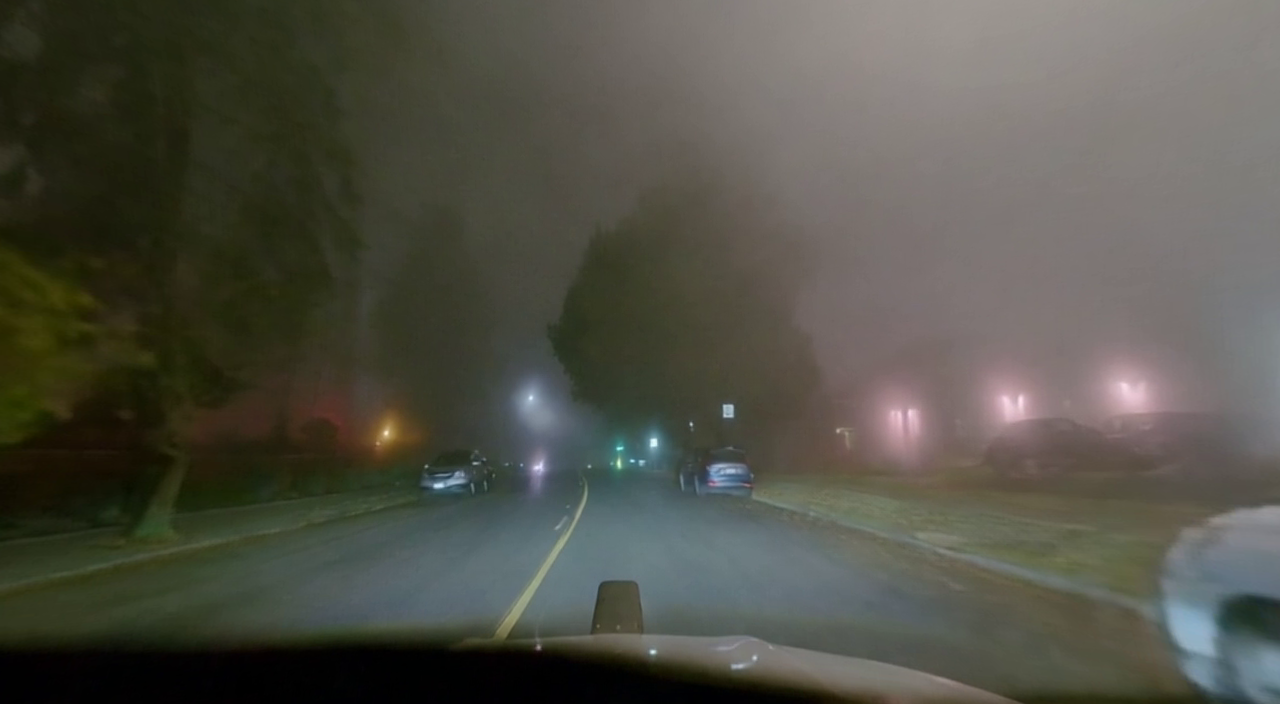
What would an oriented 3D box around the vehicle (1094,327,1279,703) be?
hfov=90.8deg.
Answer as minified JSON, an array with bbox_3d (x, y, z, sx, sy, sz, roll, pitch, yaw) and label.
[{"bbox_3d":[3.367,0.556,0.767,1.990,1.753,4.783,0,-8,-1],"label":"vehicle"}]

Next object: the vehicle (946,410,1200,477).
[{"bbox_3d":[10.984,2.403,16.454,4.973,1.579,1.934,-2,-9,11],"label":"vehicle"}]

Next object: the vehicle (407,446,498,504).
[{"bbox_3d":[-6.333,4.132,21.843,2.051,1.575,4.581,-2,-7,-4],"label":"vehicle"}]

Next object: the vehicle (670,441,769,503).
[{"bbox_3d":[2.431,3.813,20.538,2.163,1.742,4.239,0,-9,-7],"label":"vehicle"}]
